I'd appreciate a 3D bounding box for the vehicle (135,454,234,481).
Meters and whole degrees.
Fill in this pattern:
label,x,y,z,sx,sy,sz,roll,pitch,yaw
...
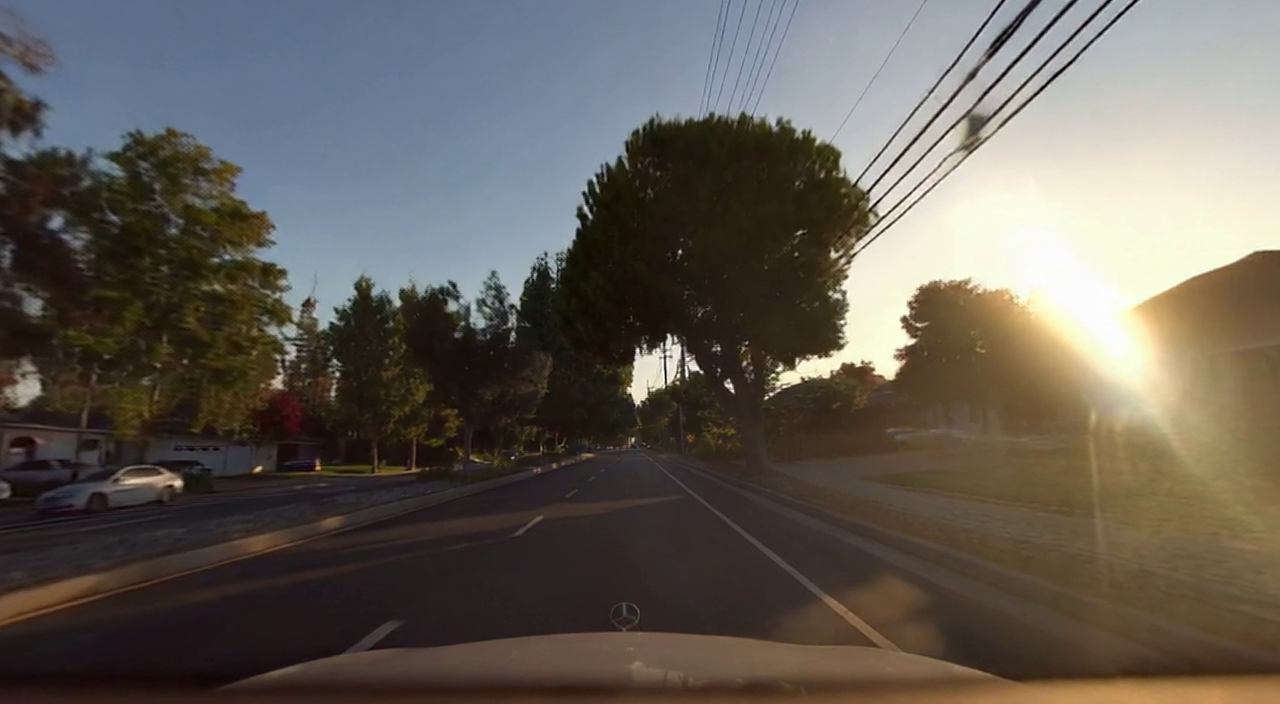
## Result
label,x,y,z,sx,sy,sz,roll,pitch,yaw
vehicle,-28.452,7.198,39.535,4.599,1.533,2.029,0,-9,2

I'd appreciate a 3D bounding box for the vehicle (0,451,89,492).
label,x,y,z,sx,sy,sz,roll,pitch,yaw
vehicle,-28.436,5.431,28.888,4.470,1.777,2.000,0,-9,0

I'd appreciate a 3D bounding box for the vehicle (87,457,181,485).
label,x,y,z,sx,sy,sz,roll,pitch,yaw
vehicle,-29.297,6.873,36.652,3.723,1.479,1.950,-1,-8,1
